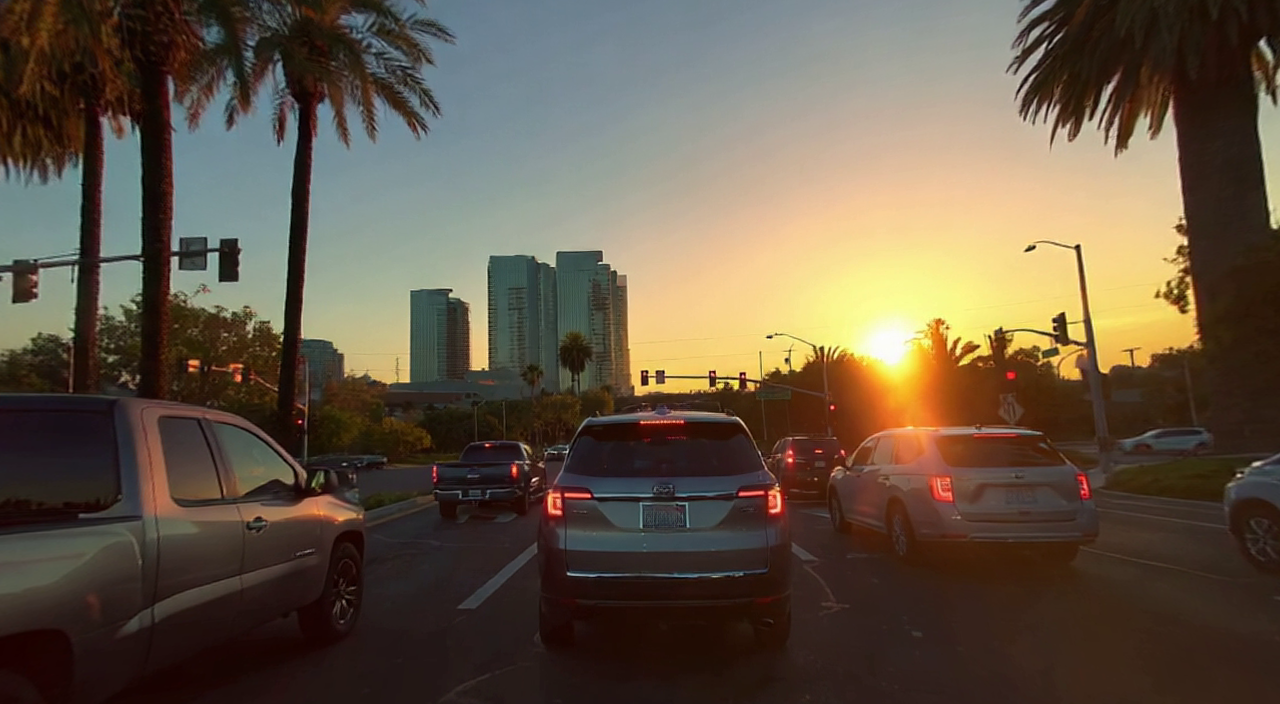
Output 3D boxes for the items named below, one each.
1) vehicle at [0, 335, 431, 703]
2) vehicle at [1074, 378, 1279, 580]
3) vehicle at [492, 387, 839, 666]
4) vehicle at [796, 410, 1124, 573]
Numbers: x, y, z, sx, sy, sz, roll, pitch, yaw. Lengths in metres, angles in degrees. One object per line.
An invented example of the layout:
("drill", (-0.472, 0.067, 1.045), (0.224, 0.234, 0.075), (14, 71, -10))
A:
("vehicle", (-3.149, 1.088, 3.904), (2.171, 1.702, 4.416), (0, -9, 0))
("vehicle", (7.333, 1.211, 5.975), (2.337, 1.925, 5.728), (0, -8, 1))
("vehicle", (0.187, 1.377, 6.008), (2.123, 1.704, 4.128), (0, -8, 1))
("vehicle", (4.038, 1.864, 9.277), (2.072, 1.704, 5.170), (0, -8, -1))
